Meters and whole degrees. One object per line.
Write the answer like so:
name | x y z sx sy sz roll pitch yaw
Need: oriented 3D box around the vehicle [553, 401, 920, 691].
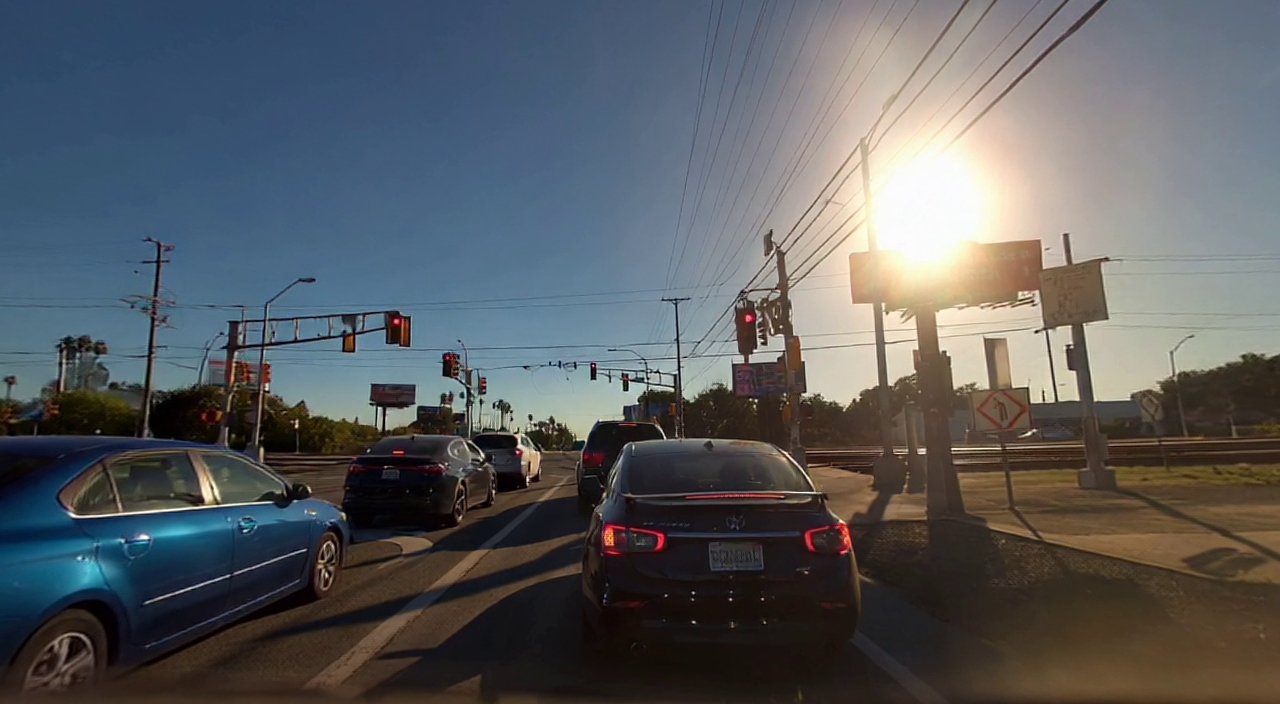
vehicle | 0.410 1.333 5.464 1.998 1.529 3.960 1 -9 -4

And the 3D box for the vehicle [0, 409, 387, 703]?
vehicle | -3.709 1.249 4.453 1.956 1.468 4.585 0 -9 0

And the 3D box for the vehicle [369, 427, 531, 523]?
vehicle | -3.359 2.258 12.080 1.984 1.505 3.982 0 -9 -2
